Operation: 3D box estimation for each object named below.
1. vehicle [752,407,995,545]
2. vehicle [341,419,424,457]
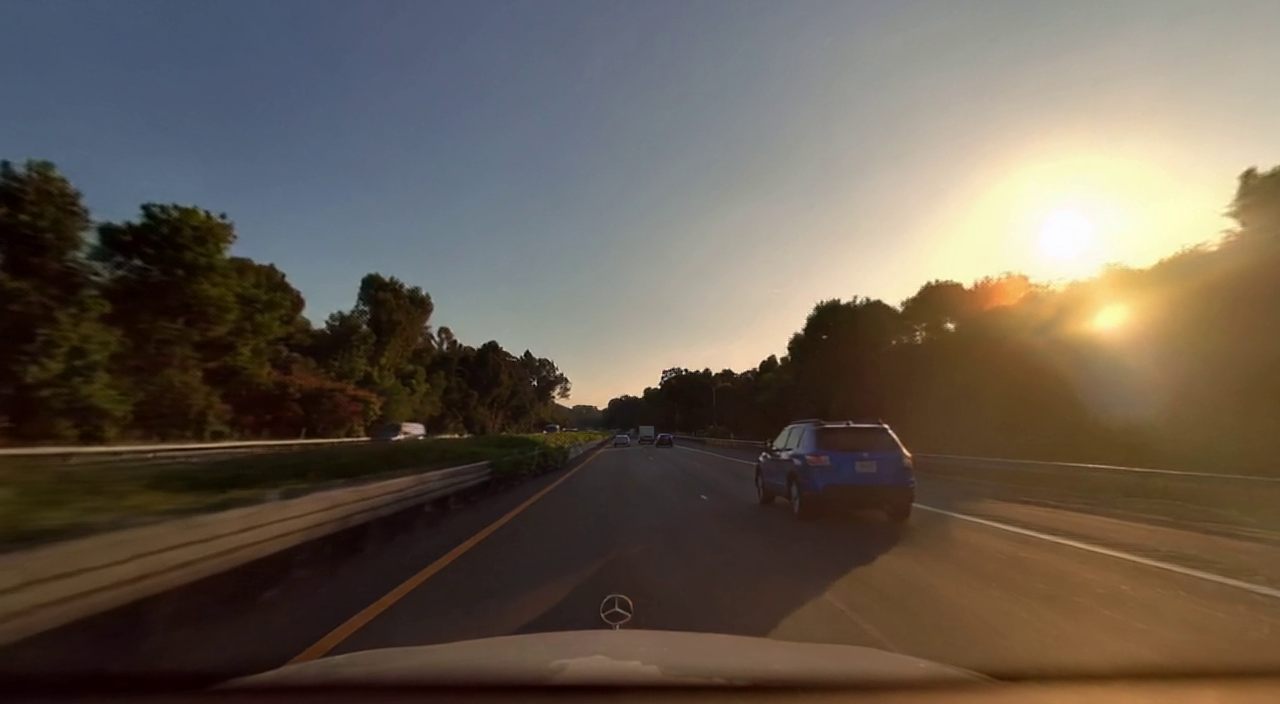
[{"bbox_3d":[3.274,1.814,10.040,2.085,1.681,4.436,0,-7,-1],"label":"vehicle"},{"bbox_3d":[-14.045,4.727,34.892,2.233,1.923,5.794,0,-7,-1],"label":"vehicle"}]
